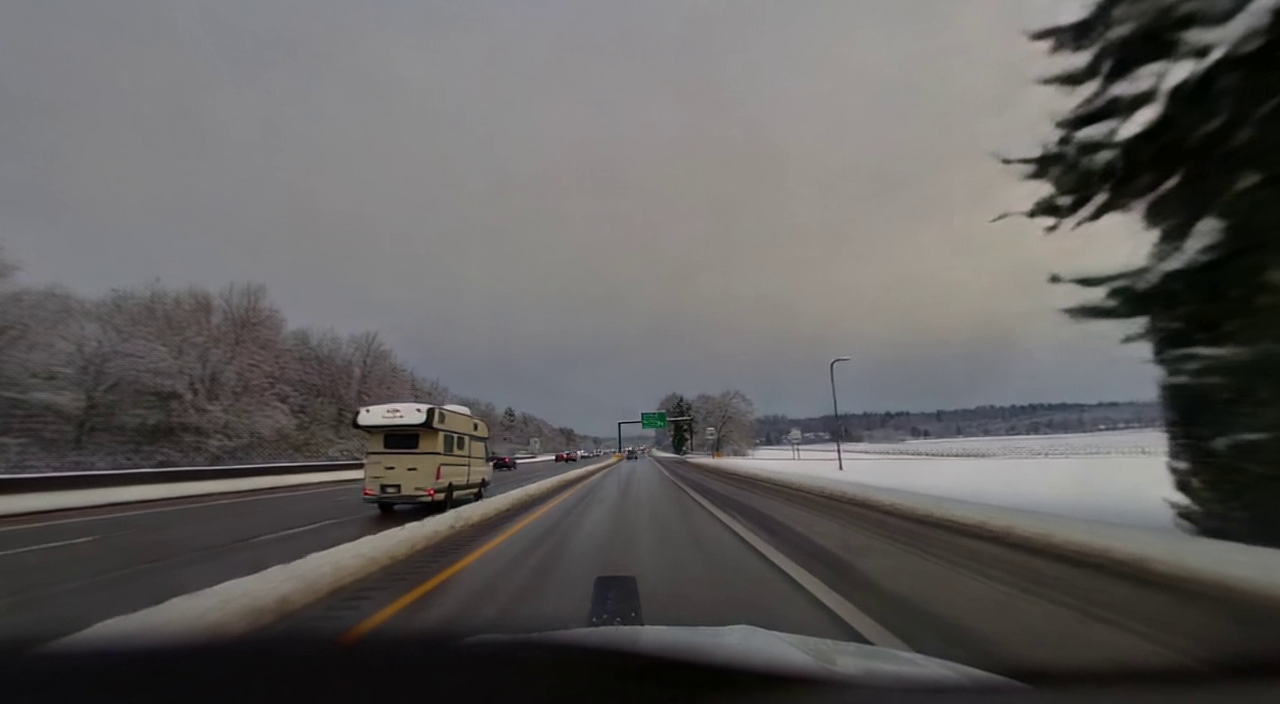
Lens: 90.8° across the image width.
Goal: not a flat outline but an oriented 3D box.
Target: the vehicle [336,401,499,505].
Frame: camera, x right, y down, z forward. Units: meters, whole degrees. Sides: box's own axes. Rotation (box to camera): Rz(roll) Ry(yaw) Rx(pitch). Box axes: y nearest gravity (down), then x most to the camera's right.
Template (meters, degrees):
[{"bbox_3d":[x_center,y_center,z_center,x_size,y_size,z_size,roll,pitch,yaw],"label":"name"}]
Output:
[{"bbox_3d":[-7.190,3.444,21.784,2.747,2.934,7.411,0,-9,2],"label":"vehicle"}]
